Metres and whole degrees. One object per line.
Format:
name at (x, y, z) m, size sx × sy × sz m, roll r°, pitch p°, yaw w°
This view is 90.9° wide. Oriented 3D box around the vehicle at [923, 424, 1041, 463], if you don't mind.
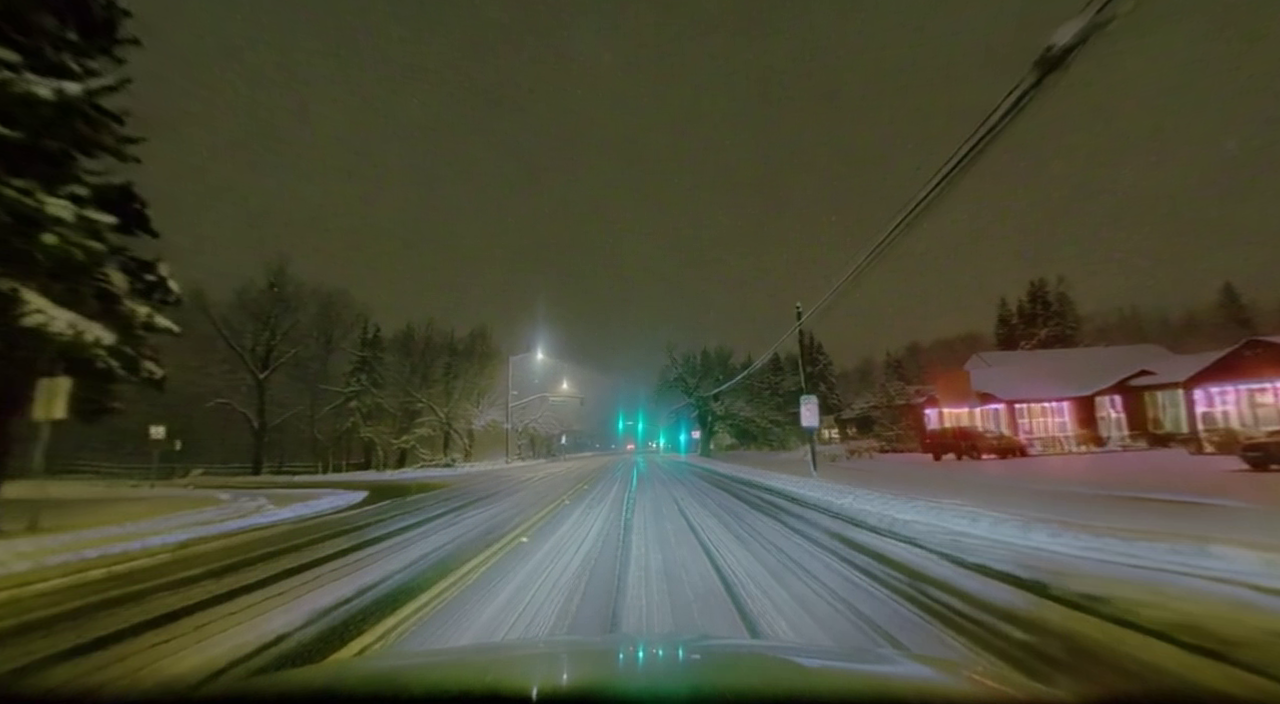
vehicle at (18.350, 4.938, 34.015) m, size 4.978 × 1.991 × 2.234 m, roll -1°, pitch -8°, yaw 3°
